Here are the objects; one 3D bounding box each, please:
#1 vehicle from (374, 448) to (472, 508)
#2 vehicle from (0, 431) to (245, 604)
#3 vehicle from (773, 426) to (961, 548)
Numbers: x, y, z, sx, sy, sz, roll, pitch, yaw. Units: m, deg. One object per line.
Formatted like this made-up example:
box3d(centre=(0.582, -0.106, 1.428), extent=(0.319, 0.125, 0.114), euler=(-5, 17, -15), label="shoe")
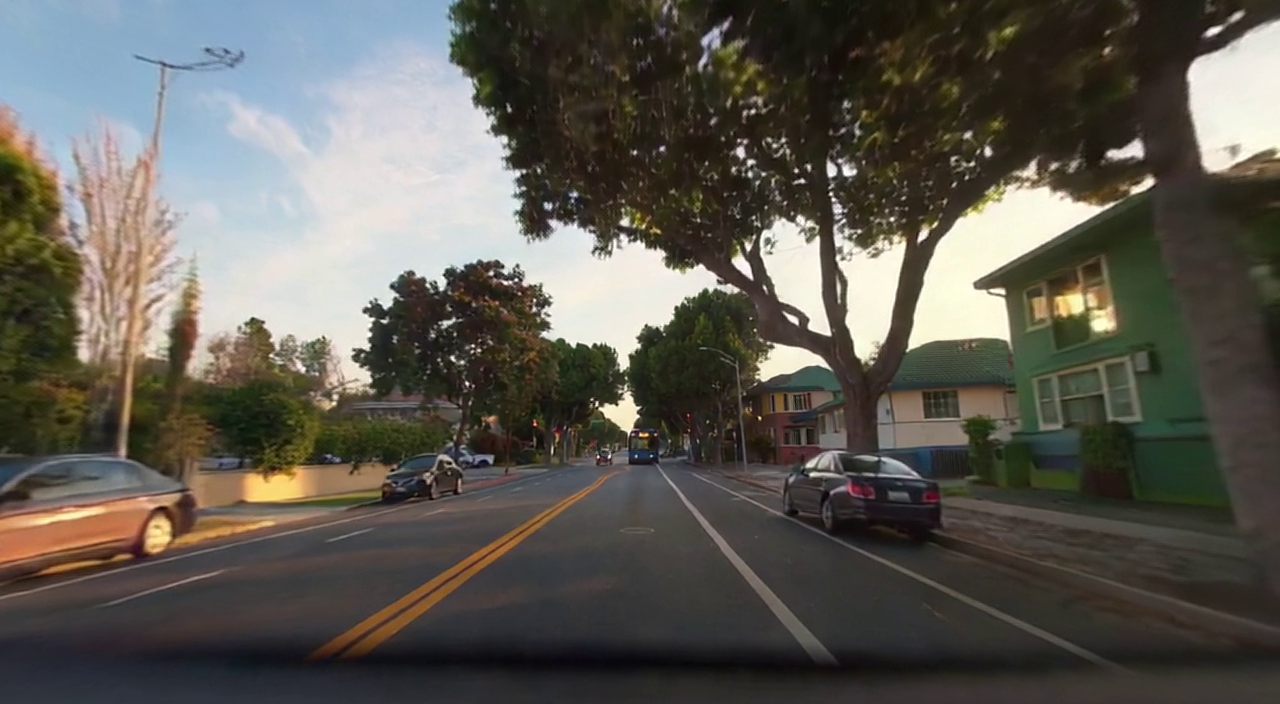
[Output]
box3d(centre=(-7.741, 4.483, 22.997), extent=(1.898, 1.755, 4.603), euler=(-5, -9, -1), label="vehicle")
box3d(centre=(-7.964, 2.098, 8.338), extent=(2.094, 1.840, 5.450), euler=(-5, -9, -1), label="vehicle")
box3d(centre=(4.310, 2.618, 12.949), extent=(2.060, 1.833, 4.927), euler=(5, -9, 1), label="vehicle")
